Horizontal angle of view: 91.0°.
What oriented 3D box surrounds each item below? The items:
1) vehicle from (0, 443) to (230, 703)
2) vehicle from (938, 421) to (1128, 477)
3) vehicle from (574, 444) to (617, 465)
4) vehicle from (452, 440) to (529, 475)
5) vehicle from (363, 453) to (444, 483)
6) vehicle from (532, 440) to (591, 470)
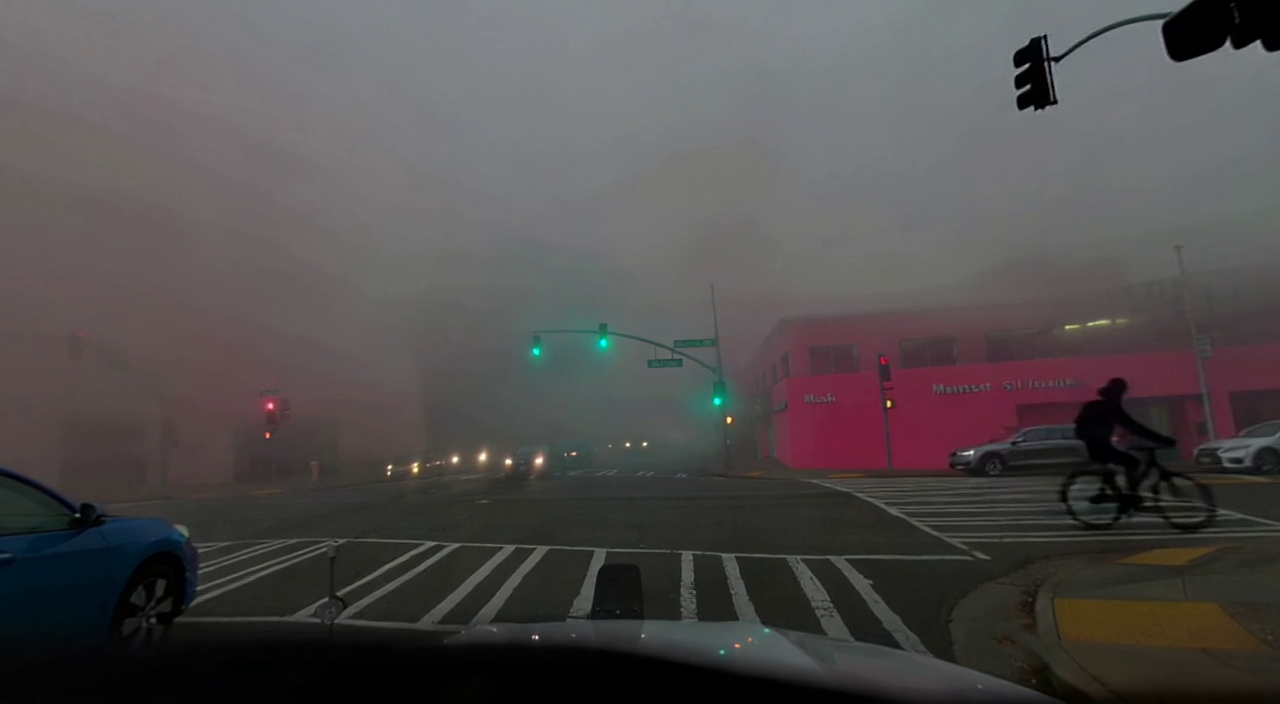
[{"bbox_3d":[-3.721,0.978,2.151,1.759,1.325,4.295,0,-9,0],"label":"vehicle"},{"bbox_3d":[11.569,2.889,18.801,4.355,1.546,1.820,-1,-9,6],"label":"vehicle"},{"bbox_3d":[-3.048,7.171,44.067,1.743,1.362,4.350,-2,-9,14],"label":"vehicle"},{"bbox_3d":[-8.407,5.978,36.071,2.152,1.825,5.406,-2,-9,12],"label":"vehicle"},{"bbox_3d":[-12.593,6.171,33.880,1.976,1.425,4.567,-1,-9,9],"label":"vehicle"},{"bbox_3d":[-4.500,5.988,36.863,1.928,1.647,4.575,-2,-9,13],"label":"vehicle"}]
